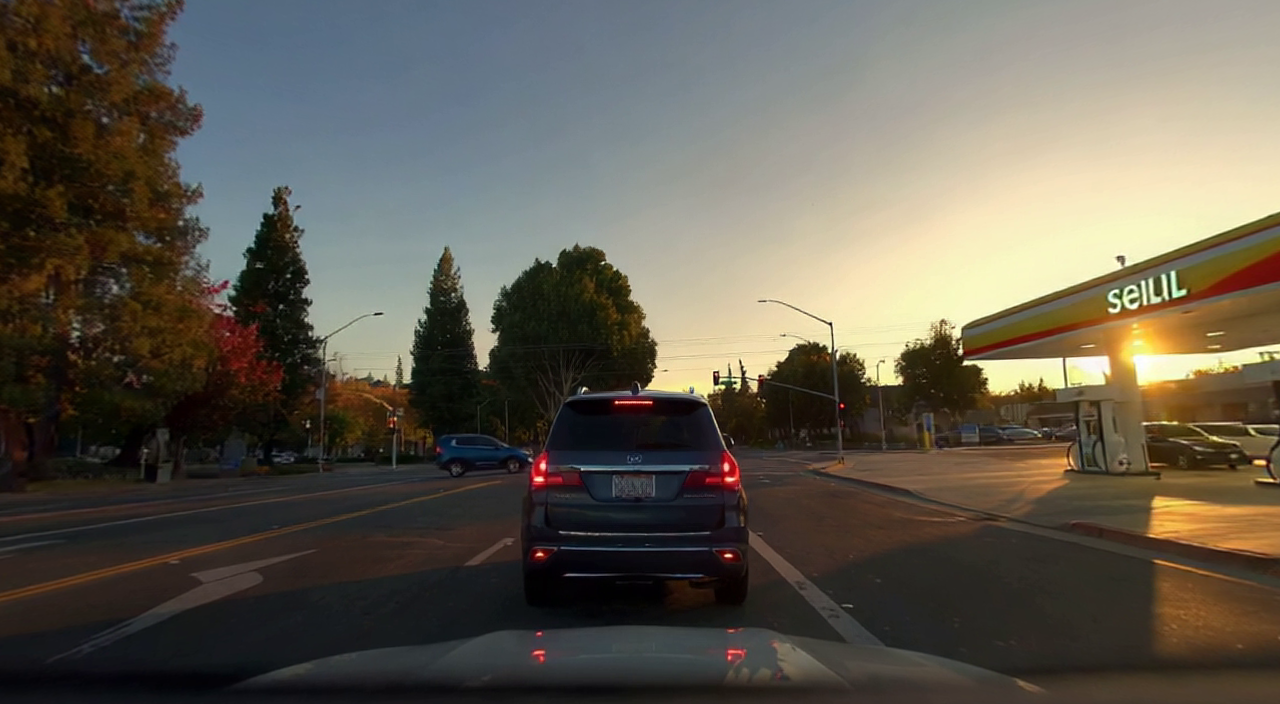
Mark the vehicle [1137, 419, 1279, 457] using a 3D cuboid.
[{"bbox_3d":[25.945,3.962,28.780,4.551,1.616,1.973,-2,-9,11],"label":"vehicle"}]

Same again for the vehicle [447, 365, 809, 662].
[{"bbox_3d":[0.011,1.317,6.141,2.236,1.819,4.291,-1,-9,3],"label":"vehicle"}]

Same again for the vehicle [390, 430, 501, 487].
[{"bbox_3d":[-6.644,3.709,22.164,2.065,1.753,4.525,-1,-9,6],"label":"vehicle"}]
